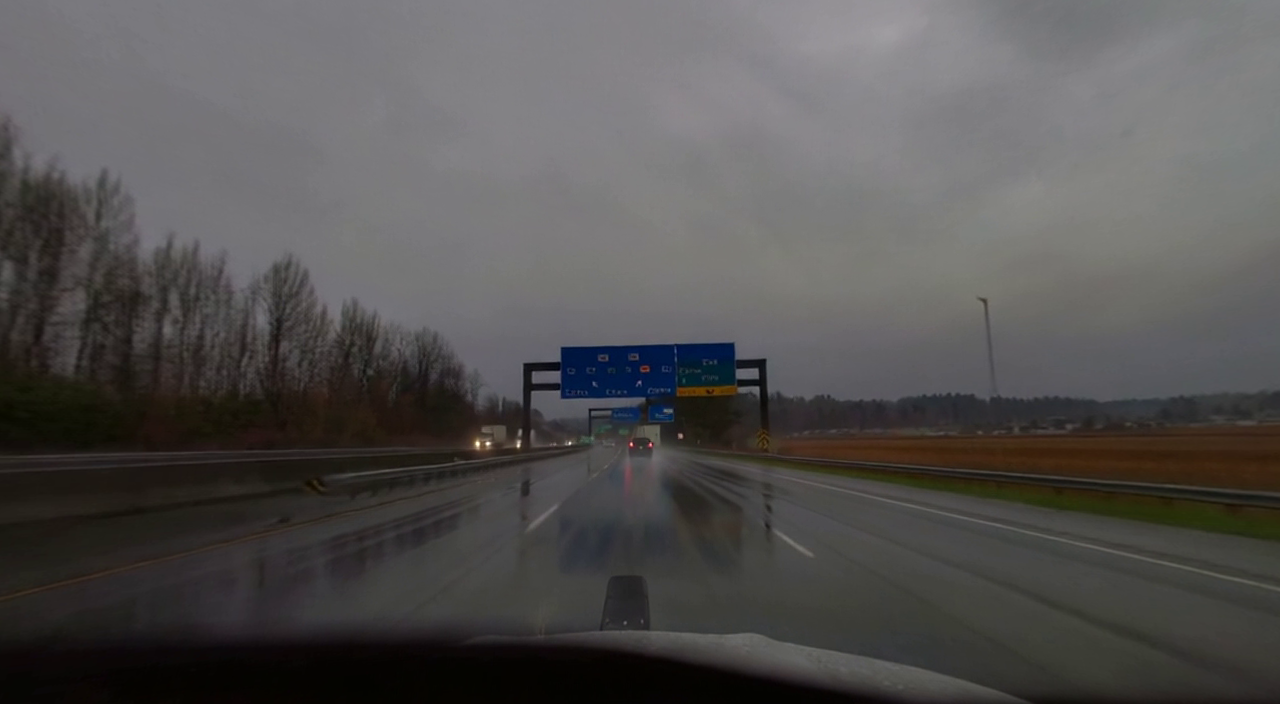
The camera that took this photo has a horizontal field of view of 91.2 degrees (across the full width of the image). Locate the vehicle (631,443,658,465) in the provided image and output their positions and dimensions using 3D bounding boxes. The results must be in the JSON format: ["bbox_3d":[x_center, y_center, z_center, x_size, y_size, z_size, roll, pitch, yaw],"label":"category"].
[{"bbox_3d":[0.311,7.208,44.675,1.859,1.478,3.799,0,-8,0],"label":"vehicle"}]
